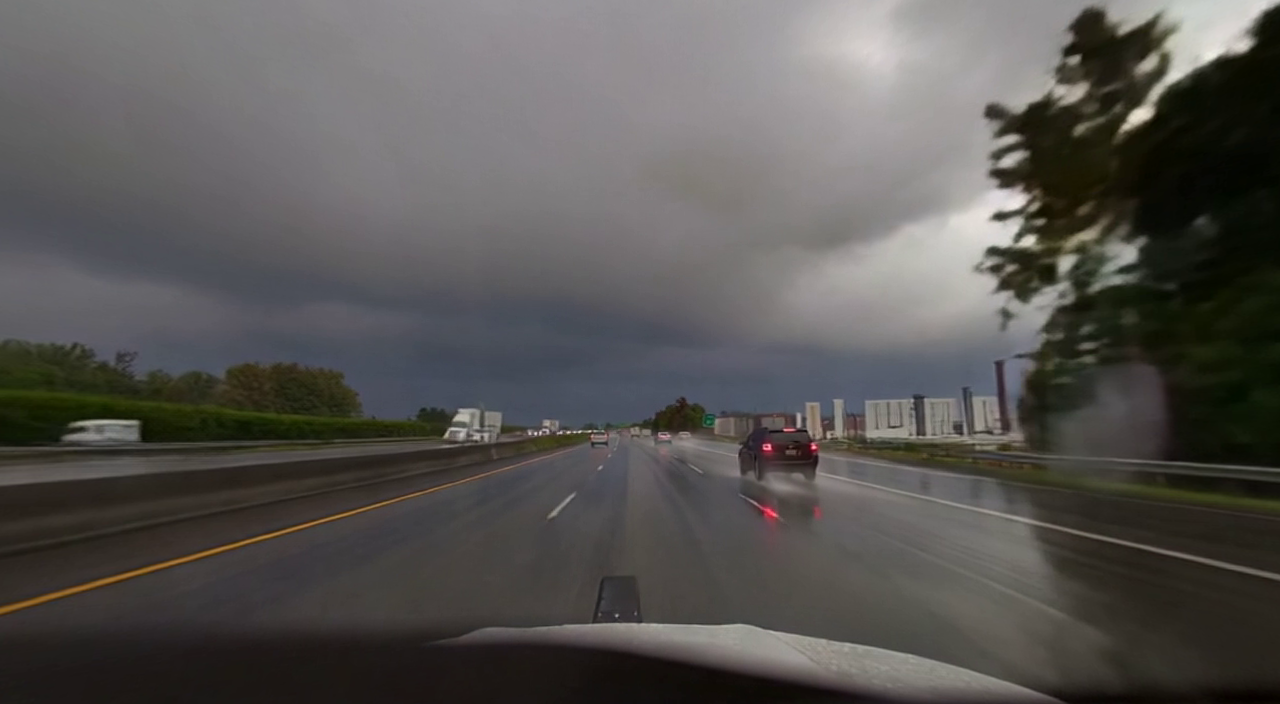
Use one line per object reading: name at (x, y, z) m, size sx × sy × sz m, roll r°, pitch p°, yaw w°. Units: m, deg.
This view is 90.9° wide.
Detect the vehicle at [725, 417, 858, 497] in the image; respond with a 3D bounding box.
vehicle at (3.415, 2.452, 15.118) m, size 2.022 × 1.637 × 4.229 m, roll 0°, pitch -8°, yaw -2°
